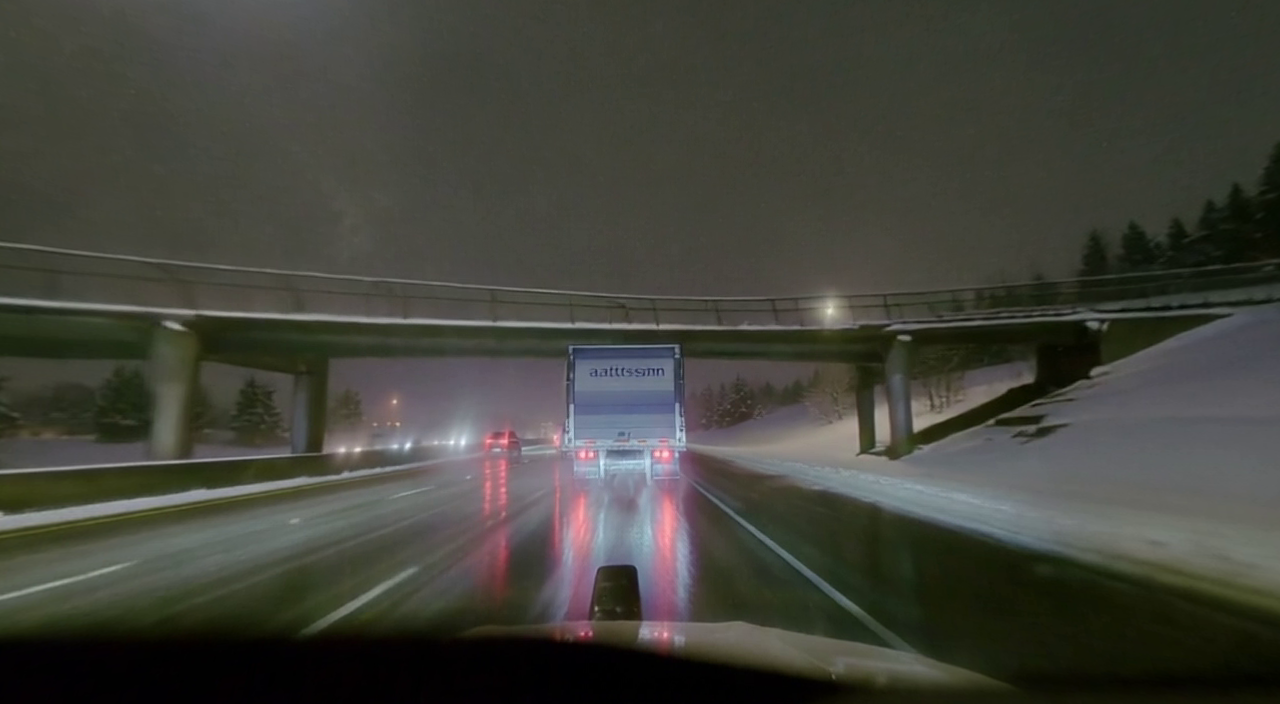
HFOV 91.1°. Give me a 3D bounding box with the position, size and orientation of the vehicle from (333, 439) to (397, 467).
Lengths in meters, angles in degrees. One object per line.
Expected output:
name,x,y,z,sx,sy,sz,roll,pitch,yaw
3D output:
vehicle,-16.359,6.008,37.625,1.911,1.562,4.014,0,-8,1

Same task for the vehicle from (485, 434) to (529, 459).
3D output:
vehicle,-8.527,6.066,40.639,1.940,1.488,3.976,0,-8,0

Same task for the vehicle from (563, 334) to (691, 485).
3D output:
vehicle,-0.361,2.251,22.453,3.442,4.106,10.719,0,-8,0
